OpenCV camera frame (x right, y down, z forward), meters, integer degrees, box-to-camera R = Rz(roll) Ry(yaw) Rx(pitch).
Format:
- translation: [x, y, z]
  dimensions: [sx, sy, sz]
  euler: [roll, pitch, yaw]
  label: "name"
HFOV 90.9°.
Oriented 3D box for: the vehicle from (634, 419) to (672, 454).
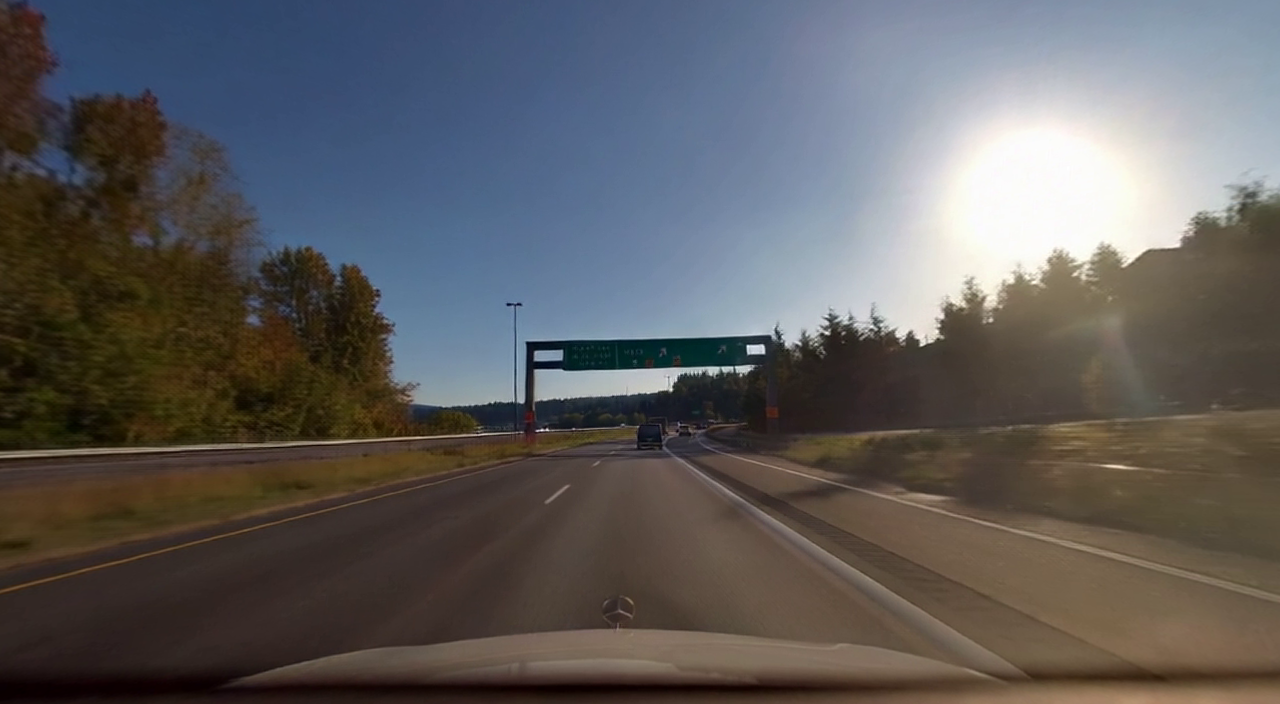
- translation: [0.908, 5.892, 43.991]
  dimensions: [2.450, 2.314, 4.753]
  euler: [0, -8, 1]
  label: "vehicle"
